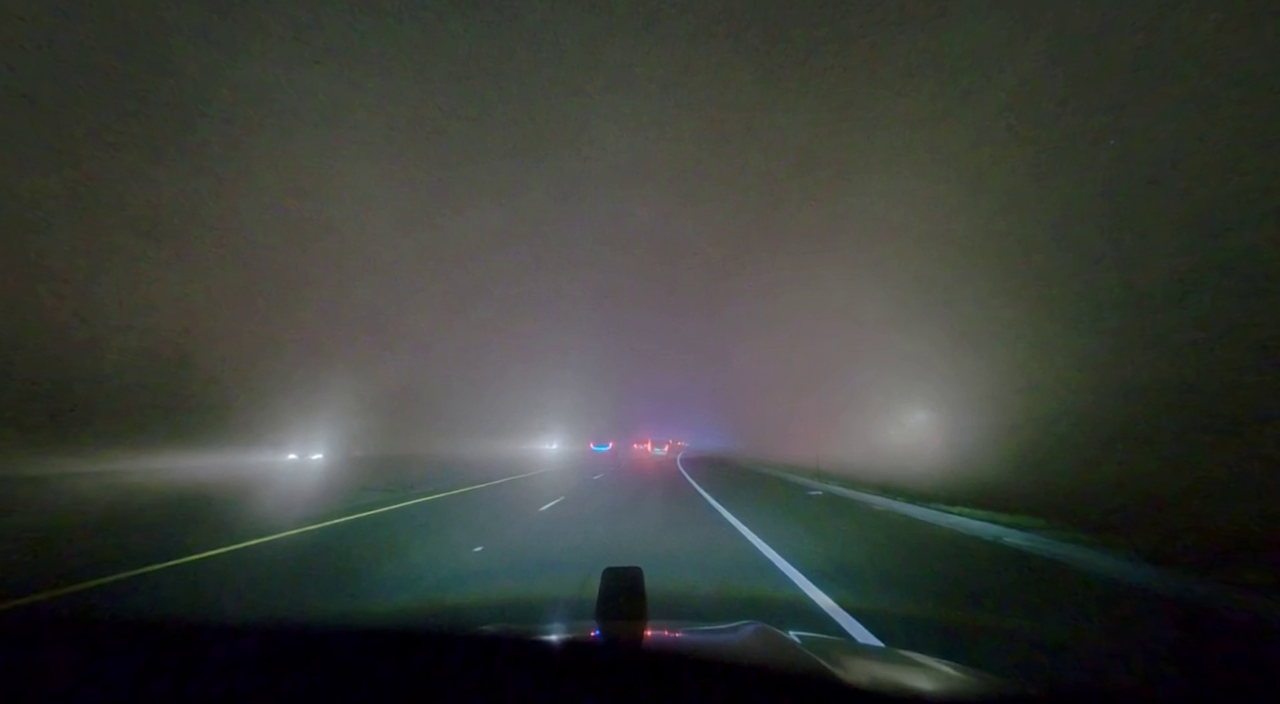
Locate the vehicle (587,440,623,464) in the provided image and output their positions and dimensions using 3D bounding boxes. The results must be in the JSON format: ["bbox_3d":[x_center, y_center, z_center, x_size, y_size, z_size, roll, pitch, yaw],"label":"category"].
[{"bbox_3d":[-2.448,7.109,44.925,2.040,1.553,4.199,-1,-8,4],"label":"vehicle"}]
